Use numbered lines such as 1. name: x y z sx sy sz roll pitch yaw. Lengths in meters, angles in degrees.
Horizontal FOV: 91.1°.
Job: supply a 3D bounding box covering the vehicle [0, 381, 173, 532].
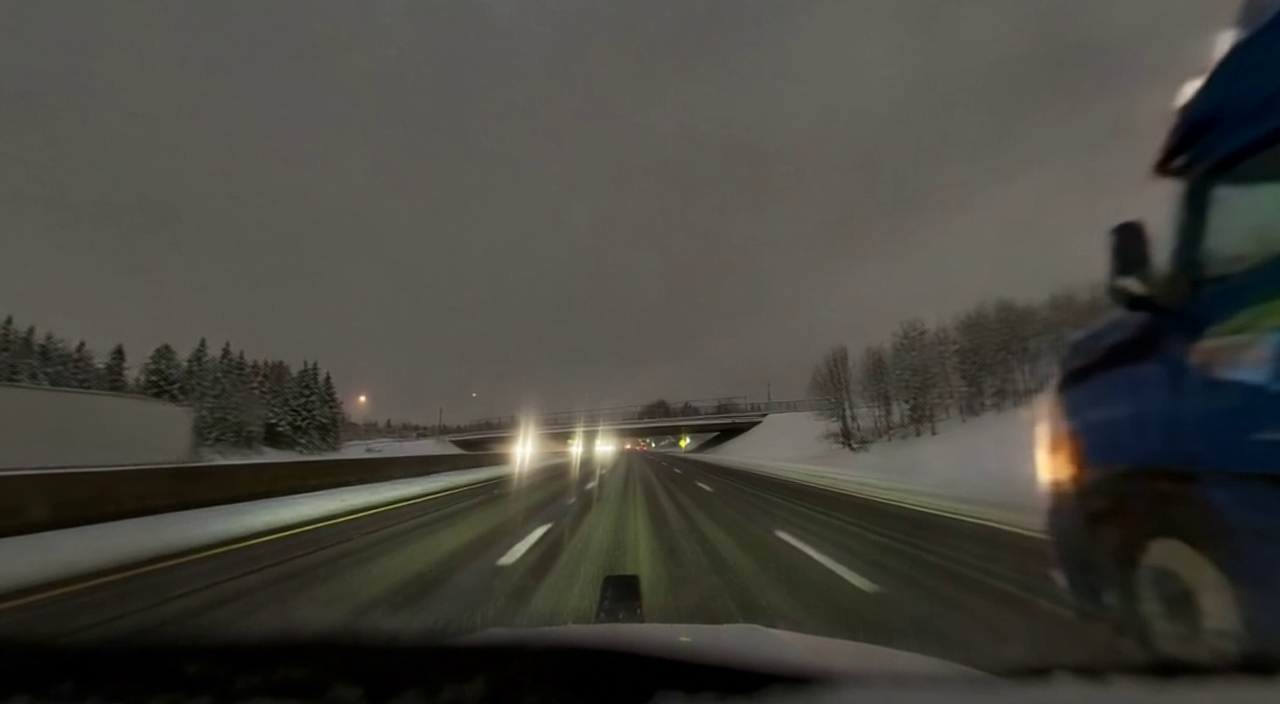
1. vehicle: -20.434 3.071 18.351 3.091 4.397 13.932 0 -9 -1
